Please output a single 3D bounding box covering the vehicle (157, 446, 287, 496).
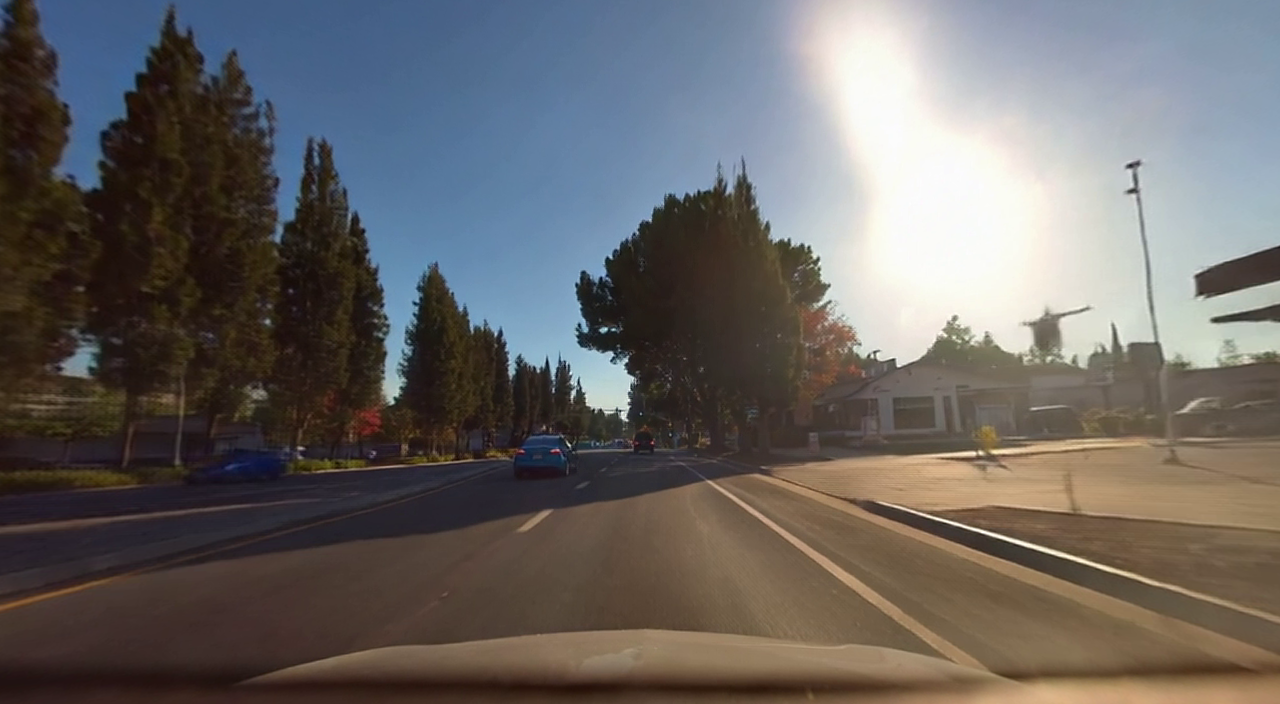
[{"bbox_3d":[-15.870,4.487,24.273,1.884,1.714,4.450,0,-8,0],"label":"vehicle"}]

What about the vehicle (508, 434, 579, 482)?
[{"bbox_3d":[-3.529,3.980,23.927,1.914,1.630,4.351,0,-8,1],"label":"vehicle"}]
